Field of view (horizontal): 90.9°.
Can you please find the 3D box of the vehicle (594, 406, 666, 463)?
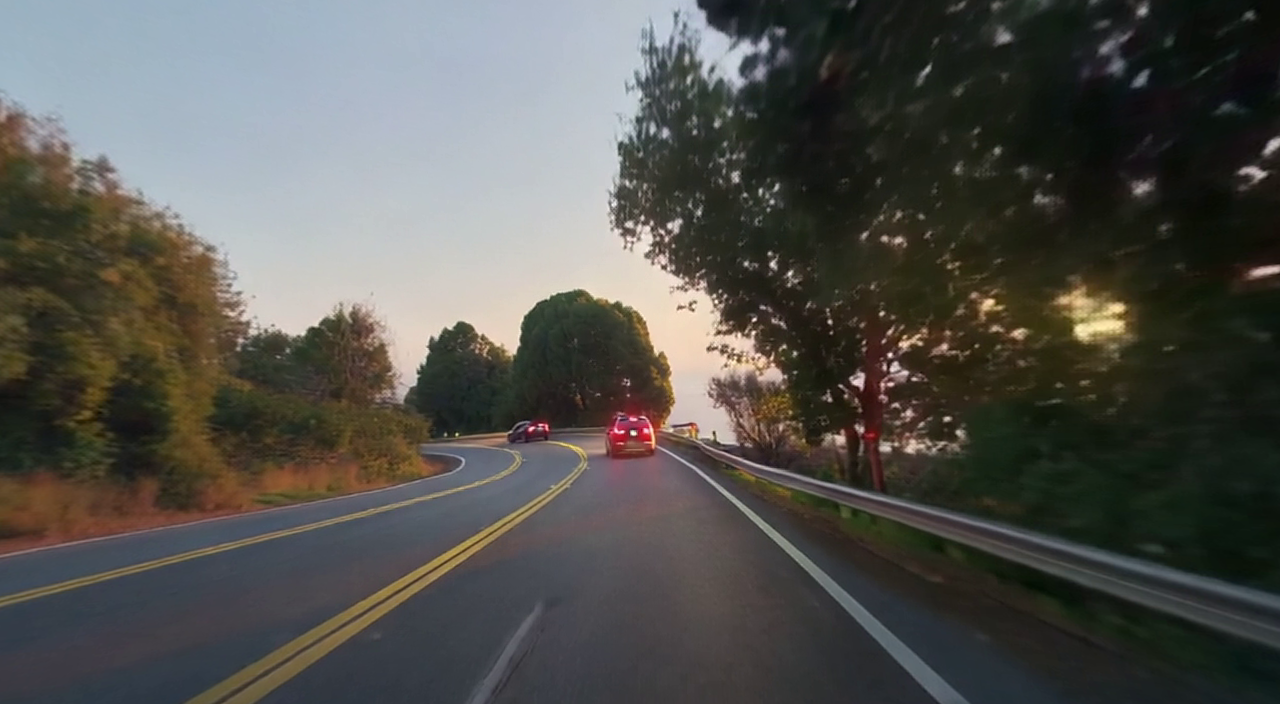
[{"bbox_3d":[-0.567,3.434,26.159,2.500,1.961,5.637,-3,-8,-5],"label":"vehicle"}]
